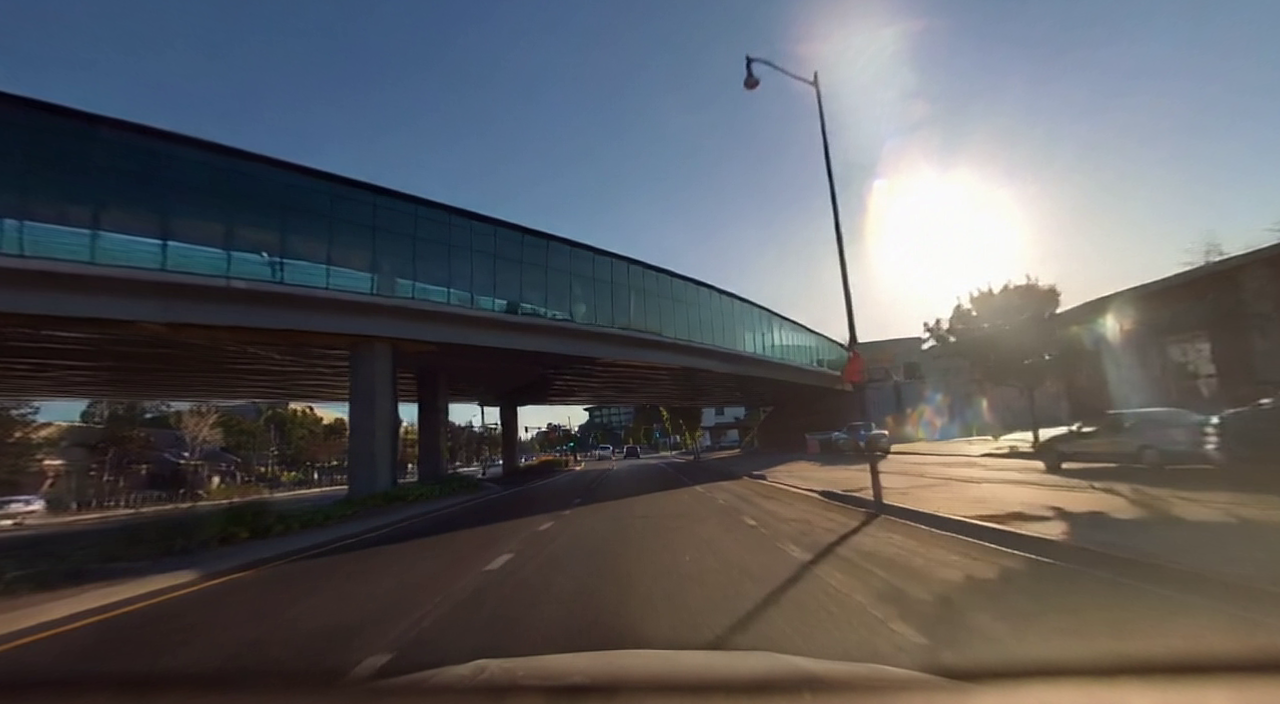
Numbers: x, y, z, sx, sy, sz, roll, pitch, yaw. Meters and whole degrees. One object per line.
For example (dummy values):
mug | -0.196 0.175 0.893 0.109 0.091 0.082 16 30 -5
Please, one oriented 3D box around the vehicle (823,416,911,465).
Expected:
vehicle | 10.514 4.193 29.552 2.244 1.866 4.603 -6 -9 0

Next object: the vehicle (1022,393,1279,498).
vehicle | 10.266 1.779 12.298 2.135 1.530 5.197 -5 -9 -1
